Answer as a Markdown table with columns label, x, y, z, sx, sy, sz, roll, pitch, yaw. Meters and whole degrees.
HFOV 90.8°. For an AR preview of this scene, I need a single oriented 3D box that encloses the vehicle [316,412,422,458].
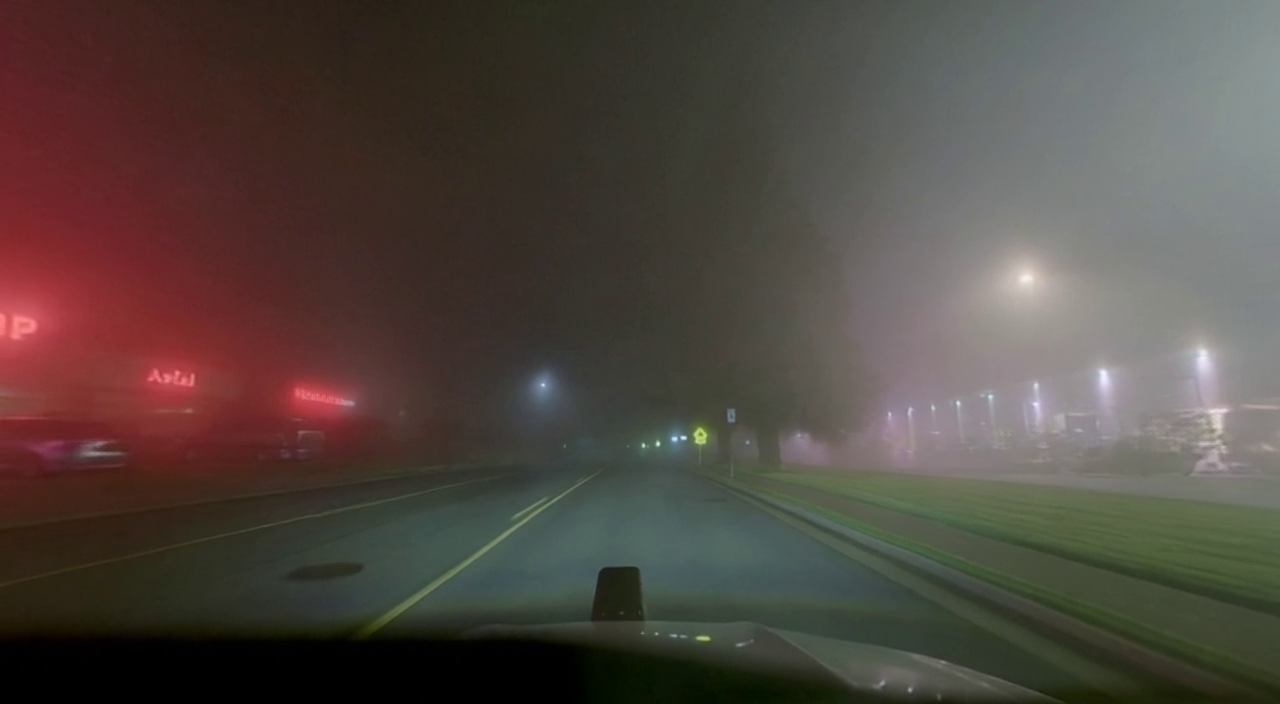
| label | x | y | z | sx | sy | sz | roll | pitch | yaw |
| --- | --- | --- | --- | --- | --- | --- | --- | --- | --- |
| vehicle | -19.840 | 6.127 | 46.542 | 6.595 | 3.267 | 2.535 | 0 | -8 | 0 |

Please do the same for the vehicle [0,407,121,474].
| label | x | y | z | sx | sy | sz | roll | pitch | yaw |
| --- | --- | --- | --- | --- | --- | --- | --- | --- | --- |
| vehicle | -19.340 | 2.704 | 19.168 | 5.109 | 1.891 | 2.206 | 0 | -9 | -1 |

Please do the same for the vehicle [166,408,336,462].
| label | x | y | z | sx | sy | sz | roll | pitch | yaw |
| --- | --- | --- | --- | --- | --- | --- | --- | --- | --- |
| vehicle | -19.675 | 4.271 | 32.276 | 6.919 | 2.613 | 2.356 | 0 | -9 | -4 |
